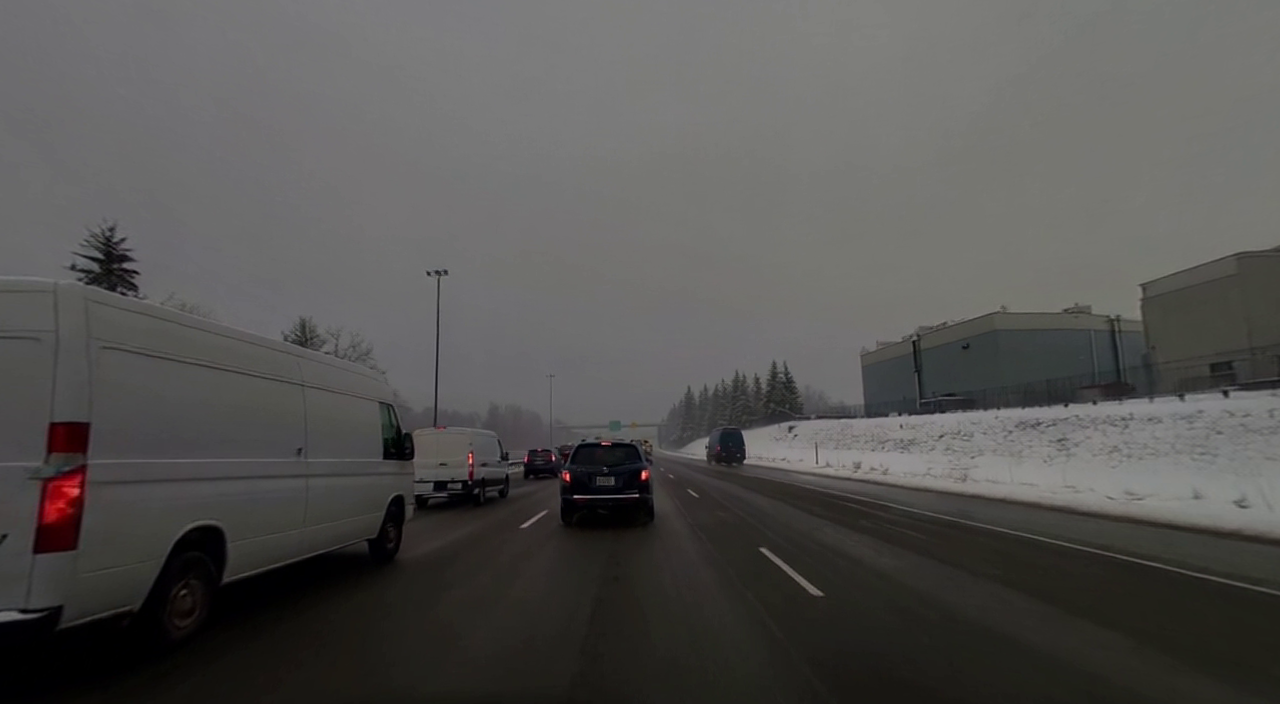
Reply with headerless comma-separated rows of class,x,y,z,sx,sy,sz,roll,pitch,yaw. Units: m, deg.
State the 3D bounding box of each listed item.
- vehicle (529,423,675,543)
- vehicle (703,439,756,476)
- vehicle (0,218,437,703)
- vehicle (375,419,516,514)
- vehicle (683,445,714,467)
vehicle,-0.563,2.184,11.027,2.093,1.695,3.782,0,-9,-1
vehicle,4.421,5.298,31.801,2.003,1.754,4.134,0,-9,-1
vehicle,-4.433,1.083,6.682,2.248,2.626,6.837,0,-9,0
vehicle,-4.568,2.777,15.644,2.043,1.987,4.486,0,-9,0
vehicle,4.239,7.620,46.218,1.874,1.512,3.723,0,-9,-1
